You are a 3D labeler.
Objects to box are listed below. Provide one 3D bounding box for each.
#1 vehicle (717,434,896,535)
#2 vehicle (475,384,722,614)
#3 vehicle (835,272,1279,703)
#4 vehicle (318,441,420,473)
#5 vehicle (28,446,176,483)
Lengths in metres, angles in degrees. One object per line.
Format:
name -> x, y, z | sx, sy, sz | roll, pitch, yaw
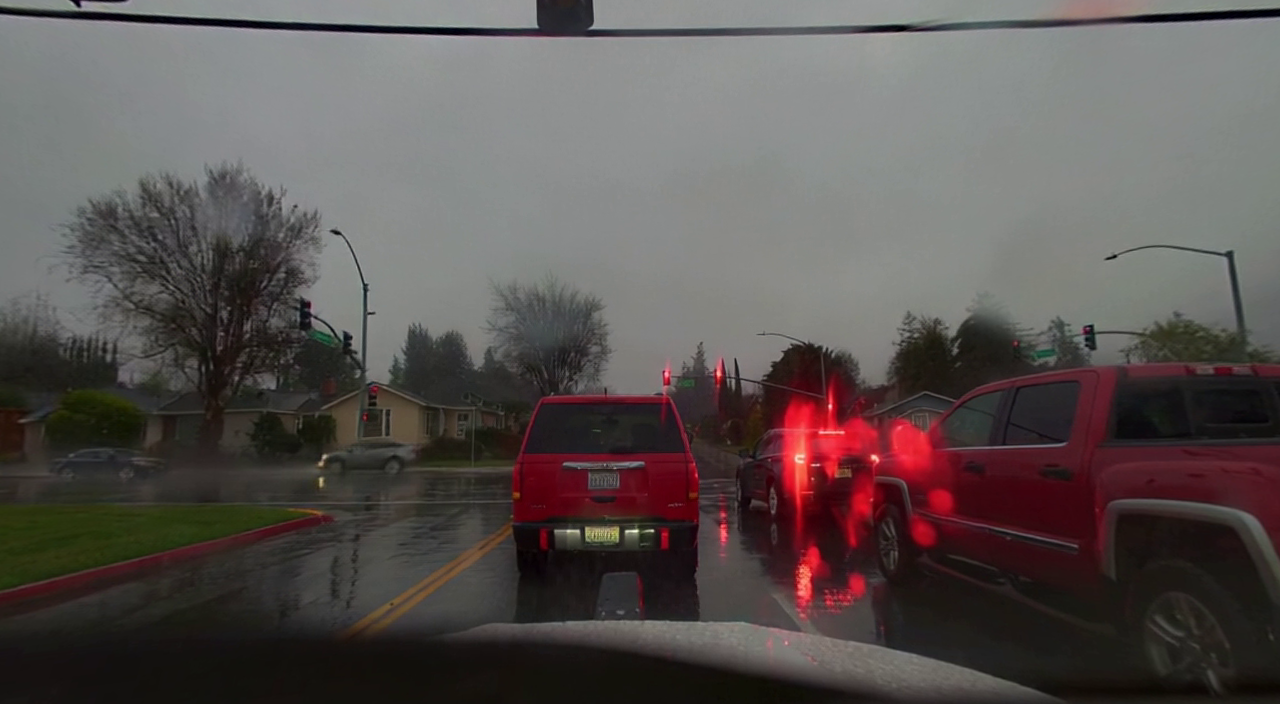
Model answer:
vehicle -> 2.720, 2.266, 11.532 | 1.952, 1.465, 4.421 | 0, -8, -2
vehicle -> -0.279, 1.392, 6.701 | 1.915, 1.780, 3.379 | 0, -8, 2
vehicle -> 2.976, 0.943, 3.847 | 1.886, 1.849, 5.070 | 0, -8, -1
vehicle -> -13.631, 5.313, 32.023 | 4.404, 1.534, 1.704 | 1, -8, -9
vehicle -> -22.891, 4.789, 27.053 | 4.533, 1.350, 1.714 | 0, -7, -9
